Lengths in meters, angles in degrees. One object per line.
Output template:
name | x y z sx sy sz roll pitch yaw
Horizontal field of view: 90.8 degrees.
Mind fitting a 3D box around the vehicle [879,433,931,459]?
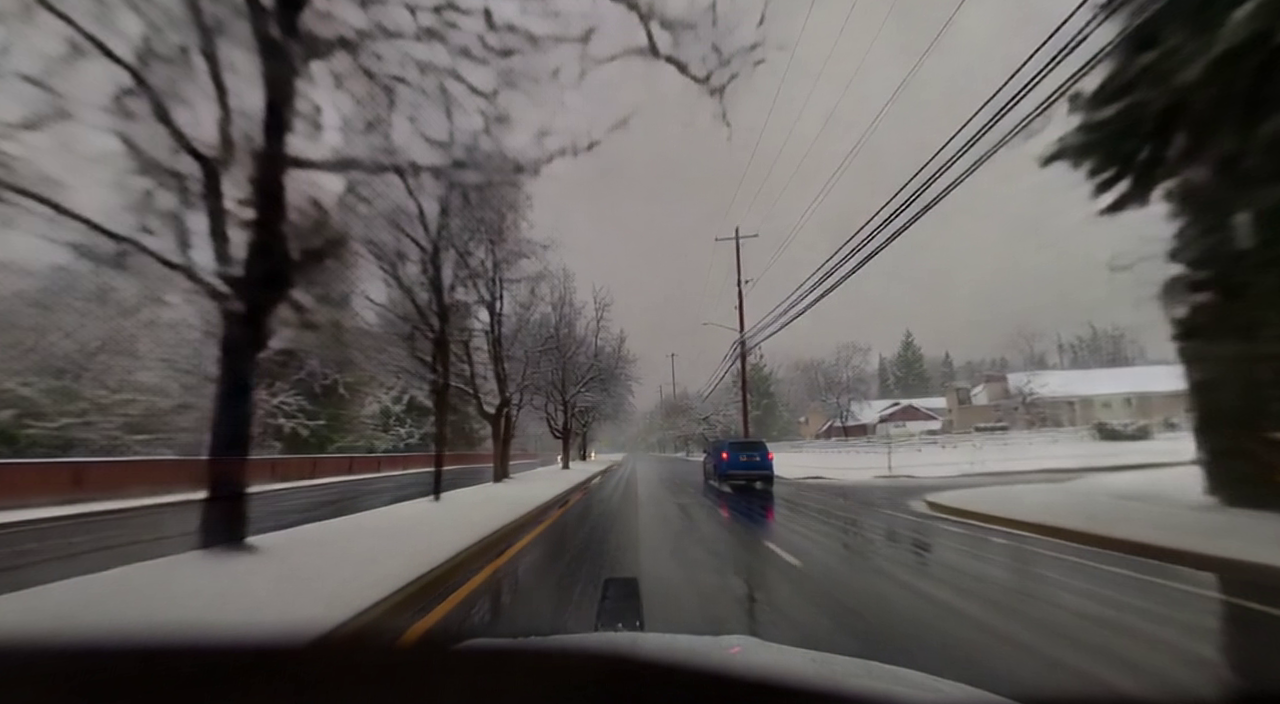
vehicle | 16.184 5.779 38.774 1.674 1.455 3.769 0 -9 2

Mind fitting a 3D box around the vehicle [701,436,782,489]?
vehicle | 3.705 4.159 24.095 2.193 1.777 4.772 0 -9 -1
